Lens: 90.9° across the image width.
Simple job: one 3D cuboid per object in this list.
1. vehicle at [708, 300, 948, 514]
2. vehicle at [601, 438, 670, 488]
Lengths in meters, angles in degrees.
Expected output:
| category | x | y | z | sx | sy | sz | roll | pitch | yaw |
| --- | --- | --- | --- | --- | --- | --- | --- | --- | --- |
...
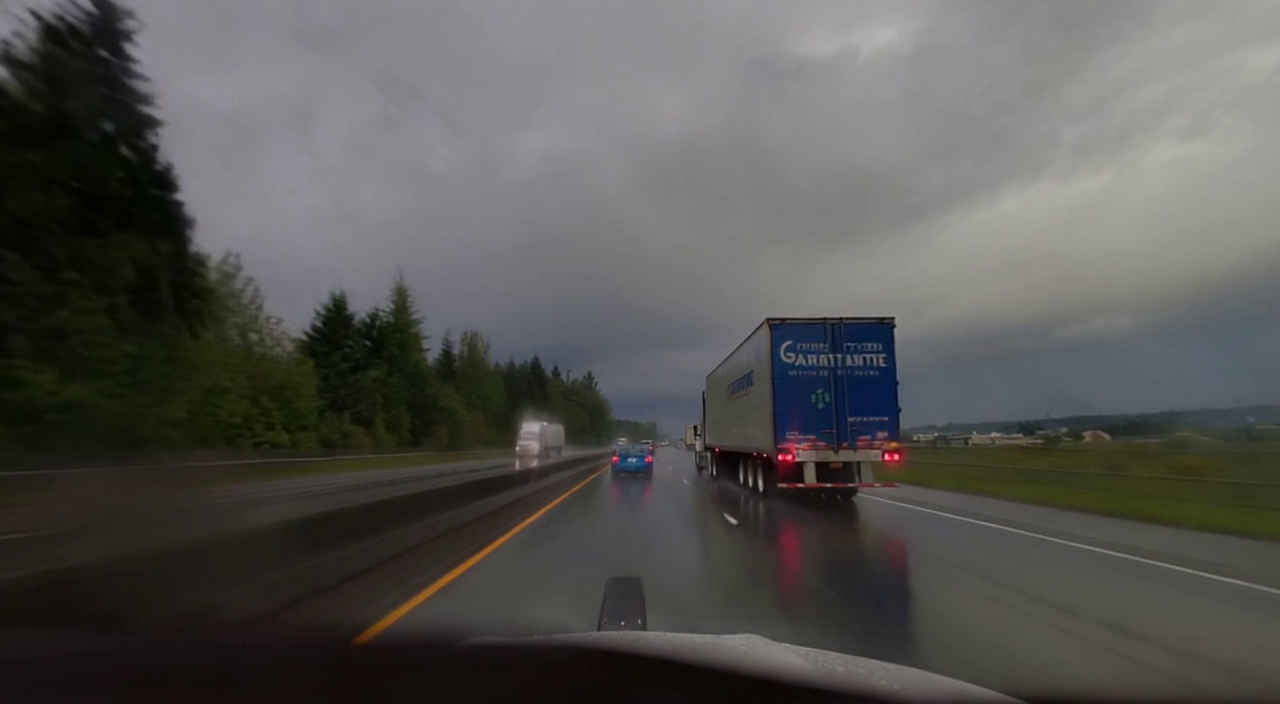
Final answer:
| category | x | y | z | sx | sy | sz | roll | pitch | yaw |
| --- | --- | --- | --- | --- | --- | --- | --- | --- | --- |
| vehicle | 4.277 | 2.105 | 19.115 | 2.909 | 4.074 | 14.457 | 0 | -9 | 0 |
| vehicle | -0.131 | 3.660 | 20.956 | 2.074 | 1.475 | 3.960 | 0 | -9 | 0 |
